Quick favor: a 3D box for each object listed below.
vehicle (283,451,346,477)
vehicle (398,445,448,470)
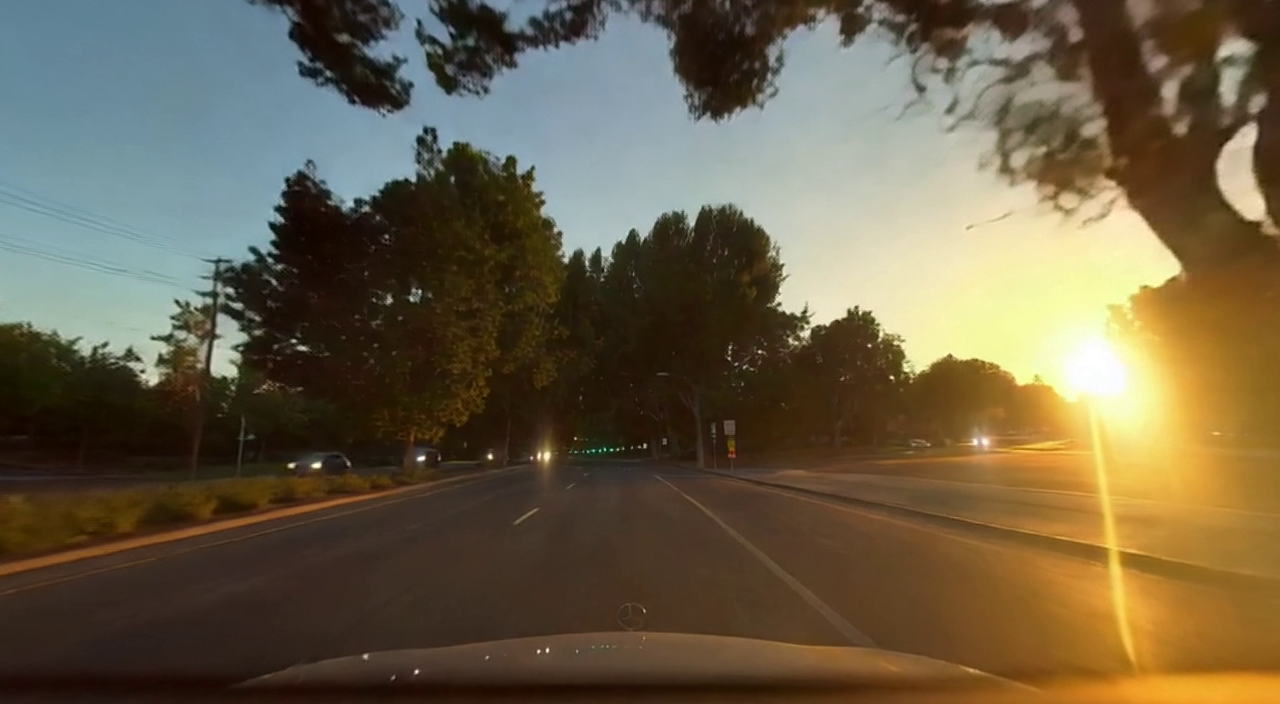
[{"bbox_3d":[-20.116,6.895,39.077,1.844,1.461,3.788,0,-8,0],"label":"vehicle"},{"bbox_3d":[-16.992,8.236,49.665,2.064,1.844,4.845,-1,-8,2],"label":"vehicle"}]
